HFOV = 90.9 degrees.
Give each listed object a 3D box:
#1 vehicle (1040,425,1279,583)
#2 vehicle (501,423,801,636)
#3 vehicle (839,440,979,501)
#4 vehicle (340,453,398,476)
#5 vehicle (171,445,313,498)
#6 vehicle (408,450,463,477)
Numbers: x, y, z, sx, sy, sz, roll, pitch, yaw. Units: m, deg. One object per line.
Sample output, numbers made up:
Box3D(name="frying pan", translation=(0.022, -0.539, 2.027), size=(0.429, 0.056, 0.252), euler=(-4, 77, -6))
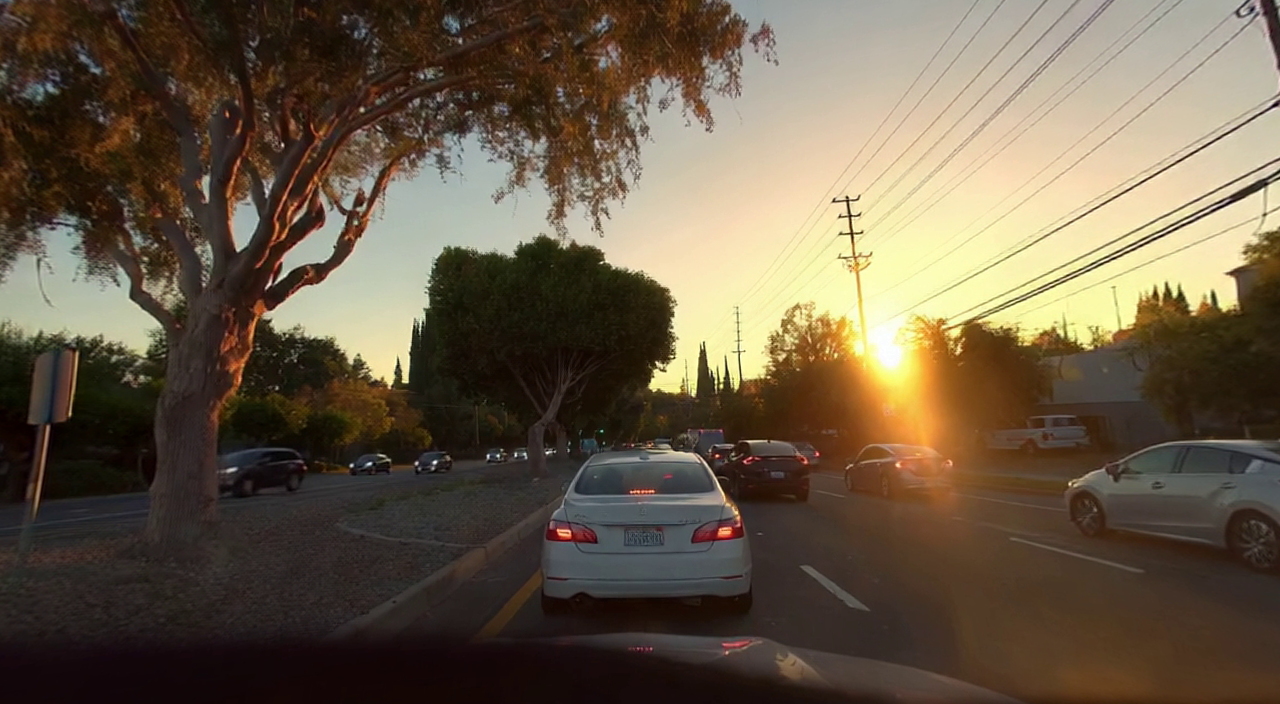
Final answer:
Box3D(name="vehicle", translation=(6.995, 1.629, 7.273), size=(1.850, 1.480, 4.474), euler=(0, -8, 1))
Box3D(name="vehicle", translation=(0.066, 1.539, 6.480), size=(2.108, 1.479, 3.935), euler=(0, -8, 0))
Box3D(name="vehicle", translation=(7.265, 3.206, 17.620), size=(1.899, 1.458, 4.499), euler=(0, -8, 0))
Box3D(name="vehicle", translation=(-18.808, 7.807, 44.018), size=(1.884, 1.466, 4.821), euler=(0, -8, 0))
Box3D(name="vehicle", translation=(-15.336, 4.566, 24.775), size=(2.056, 1.809, 5.354), euler=(0, -8, 0))
Box3D(name="vehicle", translation=(-12.005, 6.545, 37.268), size=(1.804, 1.430, 4.456), euler=(0, -8, 0))
